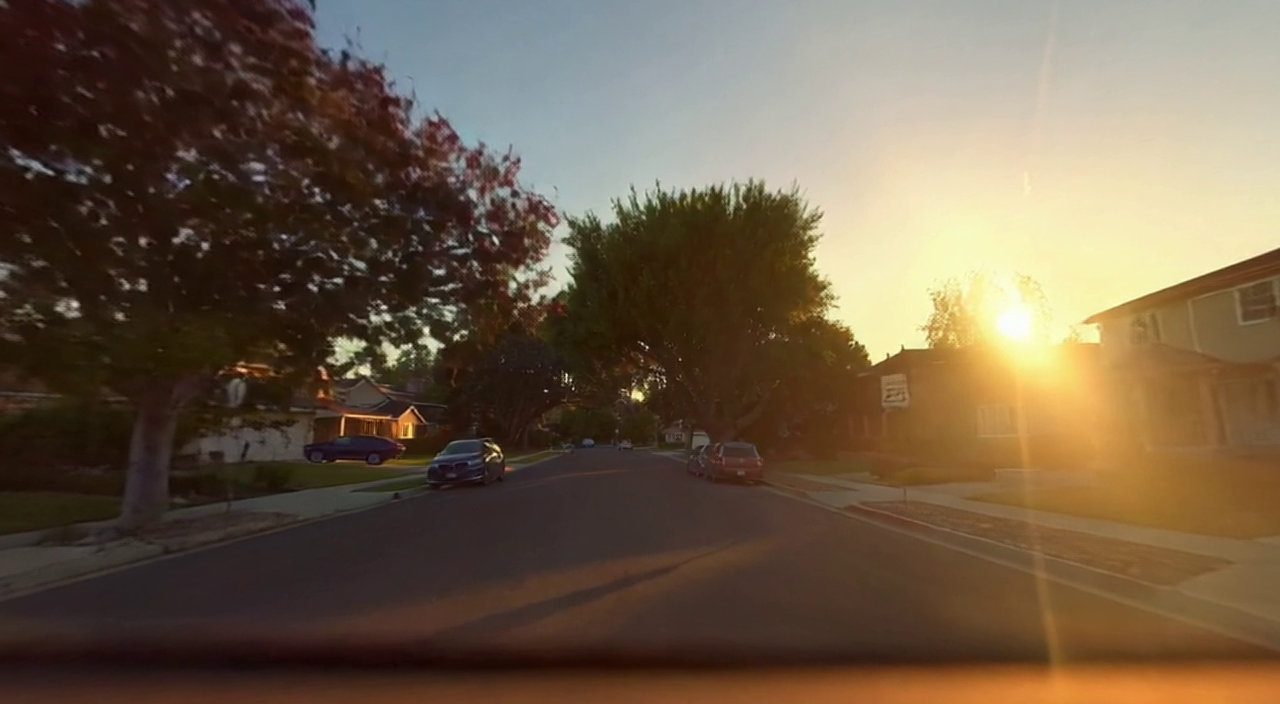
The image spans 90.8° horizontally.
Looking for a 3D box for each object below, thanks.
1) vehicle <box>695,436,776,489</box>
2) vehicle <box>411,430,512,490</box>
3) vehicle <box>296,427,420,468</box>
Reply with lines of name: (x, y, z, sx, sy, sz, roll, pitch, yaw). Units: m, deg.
vehicle: (3.348, 3.989, 23.079, 2.033, 1.730, 4.554, 0, -9, -2)
vehicle: (-6.467, 4.025, 23.774, 2.322, 1.949, 5.695, -1, -9, -2)
vehicle: (-13.634, 4.657, 30.776, 5.024, 1.903, 2.102, 0, -9, 0)
